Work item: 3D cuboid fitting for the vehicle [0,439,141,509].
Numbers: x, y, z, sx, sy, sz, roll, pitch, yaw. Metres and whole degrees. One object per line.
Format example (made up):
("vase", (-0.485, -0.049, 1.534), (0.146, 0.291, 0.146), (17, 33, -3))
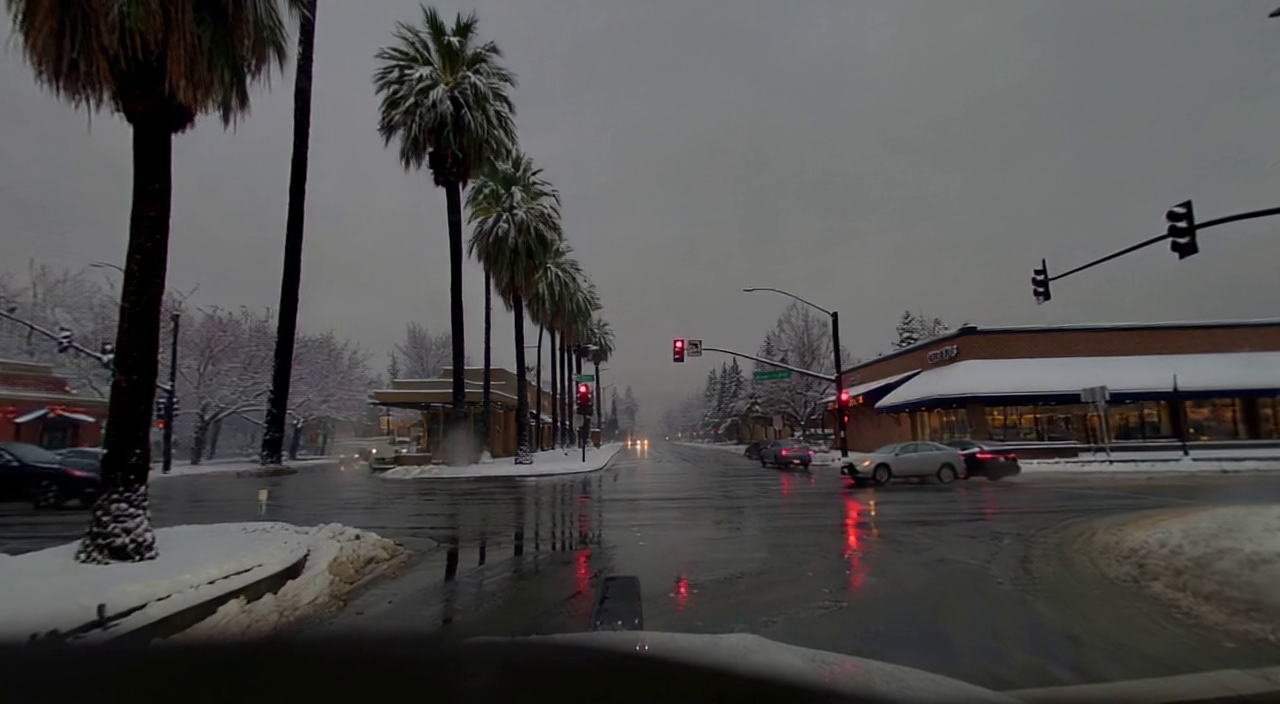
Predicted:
("vehicle", (-15.982, 3.054, 16.003), (4.603, 1.653, 1.999), (2, -9, -14))

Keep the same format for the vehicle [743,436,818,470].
("vehicle", (7.493, 5.436, 34.064), (1.867, 1.653, 4.596), (3, -9, -18))

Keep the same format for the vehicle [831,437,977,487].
("vehicle", (8.698, 3.622, 20.909), (4.035, 1.512, 1.828), (2, -9, -10))

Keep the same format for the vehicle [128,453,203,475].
("vehicle", (-37.199, 8.802, 49.560), (2.160, 1.565, 4.868), (0, -8, -1))

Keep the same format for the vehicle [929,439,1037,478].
("vehicle", (14.706, 4.561, 27.269), (3.826, 1.572, 1.890), (-3, -9, 22))
